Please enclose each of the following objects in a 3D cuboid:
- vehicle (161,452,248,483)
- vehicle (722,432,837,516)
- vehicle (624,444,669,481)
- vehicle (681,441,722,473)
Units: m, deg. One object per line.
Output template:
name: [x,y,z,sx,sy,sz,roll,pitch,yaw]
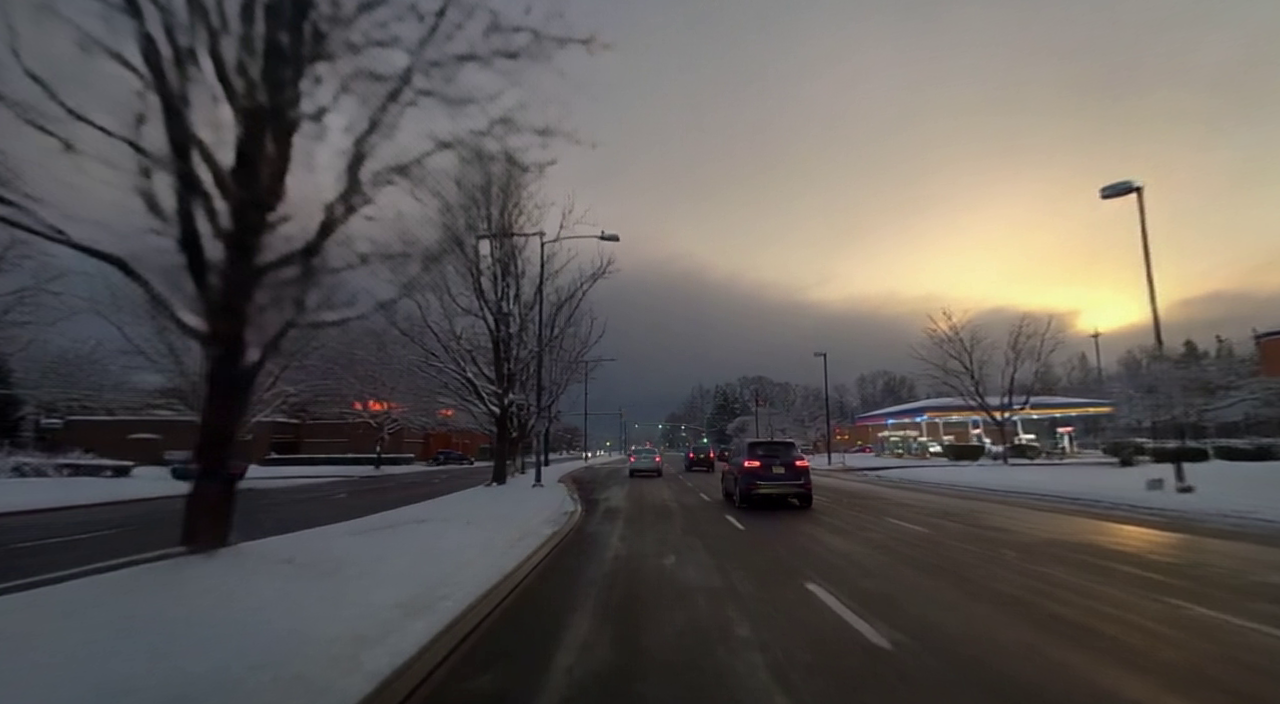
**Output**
vehicle: [-25.447,6.716,36.920,1.867,1.699,3.782,-9,-12,43]
vehicle: [3.231,2.907,15.473,1.872,1.752,3.896,0,-9,-1]
vehicle: [0.289,5.241,30.170,1.991,1.664,3.814,0,-9,0]
vehicle: [3.932,6.803,41.079,2.154,1.975,4.634,0,-9,-1]
